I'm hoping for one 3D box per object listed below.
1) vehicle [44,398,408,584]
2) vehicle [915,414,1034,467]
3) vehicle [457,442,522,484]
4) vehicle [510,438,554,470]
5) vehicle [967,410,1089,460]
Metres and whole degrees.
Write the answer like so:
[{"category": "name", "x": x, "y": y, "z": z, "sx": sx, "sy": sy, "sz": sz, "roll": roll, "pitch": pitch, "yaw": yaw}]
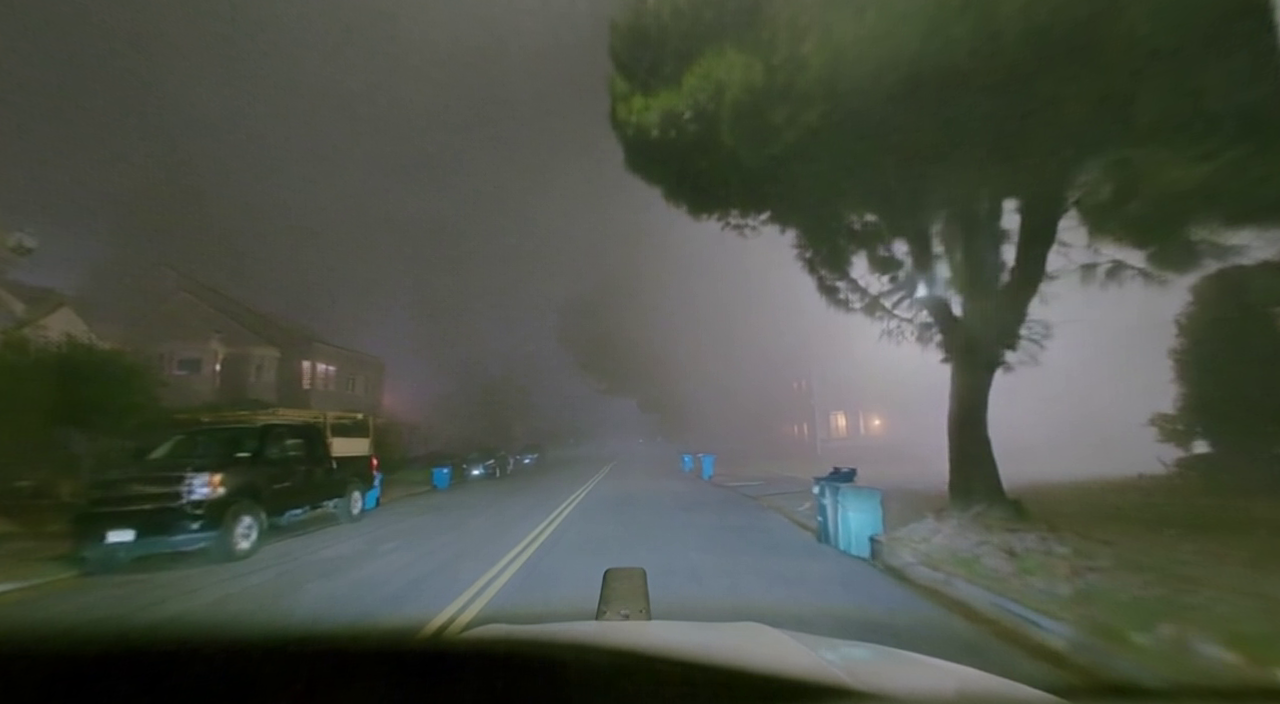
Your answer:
[{"category": "vehicle", "x": -6.330, "y": 1.974, "z": 10.907, "sx": 2.223, "sy": 2.115, "sz": 5.707, "roll": 5, "pitch": -4, "yaw": 1}, {"category": "vehicle", "x": 12.669, "y": 3.376, "z": 24.291, "sx": 1.936, "sy": 1.687, "sz": 4.714, "roll": -5, "pitch": -7, "yaw": 1}, {"category": "vehicle", "x": -6.658, "y": 4.902, "z": 28.338, "sx": 1.945, "sy": 1.530, "sz": 4.430, "roll": -4, "pitch": -7, "yaw": -2}, {"category": "vehicle", "x": -7.014, "y": 6.671, "z": 41.523, "sx": 2.169, "sy": 1.871, "sz": 4.762, "roll": -3, "pitch": -8, "yaw": -2}, {"category": "vehicle", "x": 14.769, "y": 3.249, "z": 24.340, "sx": 1.915, "sy": 1.740, "sz": 4.309, "roll": 1, "pitch": -9, "yaw": -1}]
